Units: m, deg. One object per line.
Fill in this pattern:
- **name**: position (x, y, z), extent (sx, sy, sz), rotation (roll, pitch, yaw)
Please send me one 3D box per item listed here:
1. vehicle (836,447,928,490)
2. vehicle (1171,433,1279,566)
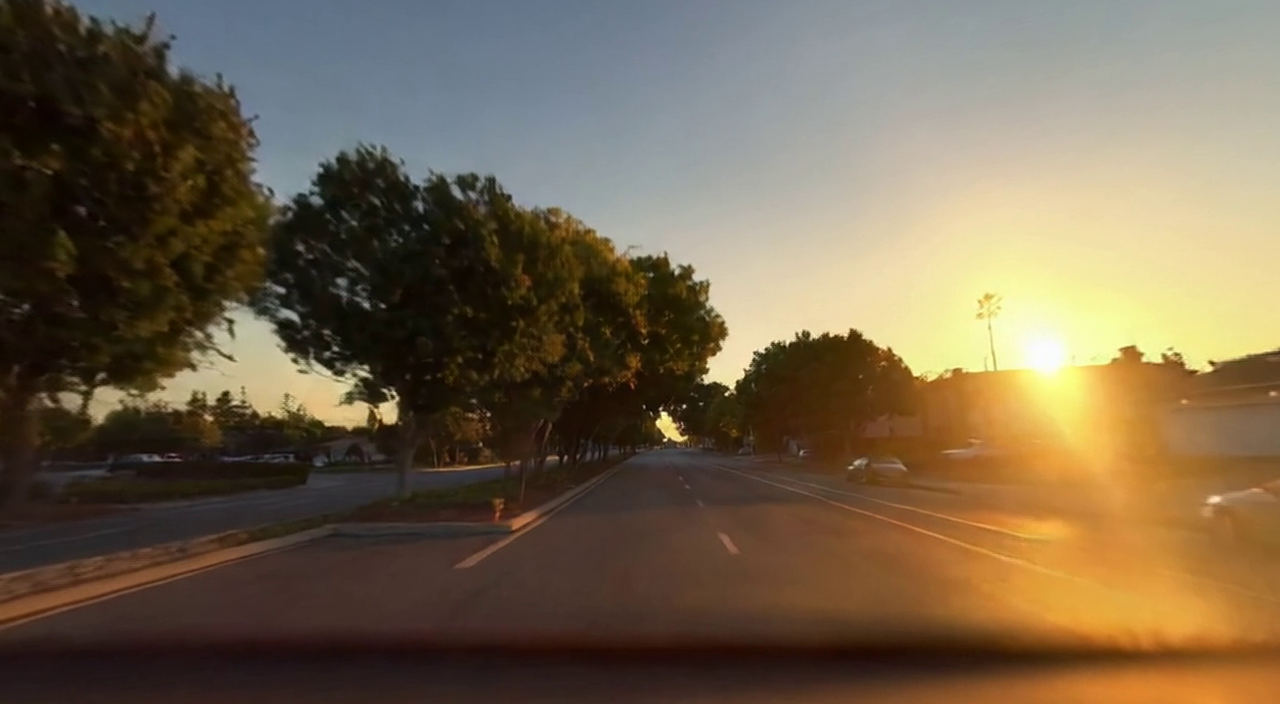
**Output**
- **vehicle**: position (9.766, 4.729, 25.913), extent (2.076, 1.547, 4.398), rotation (-1, -9, 1)
- **vehicle**: position (9.356, 1.812, 7.584), extent (1.990, 1.728, 4.597), rotation (-1, -9, 1)
